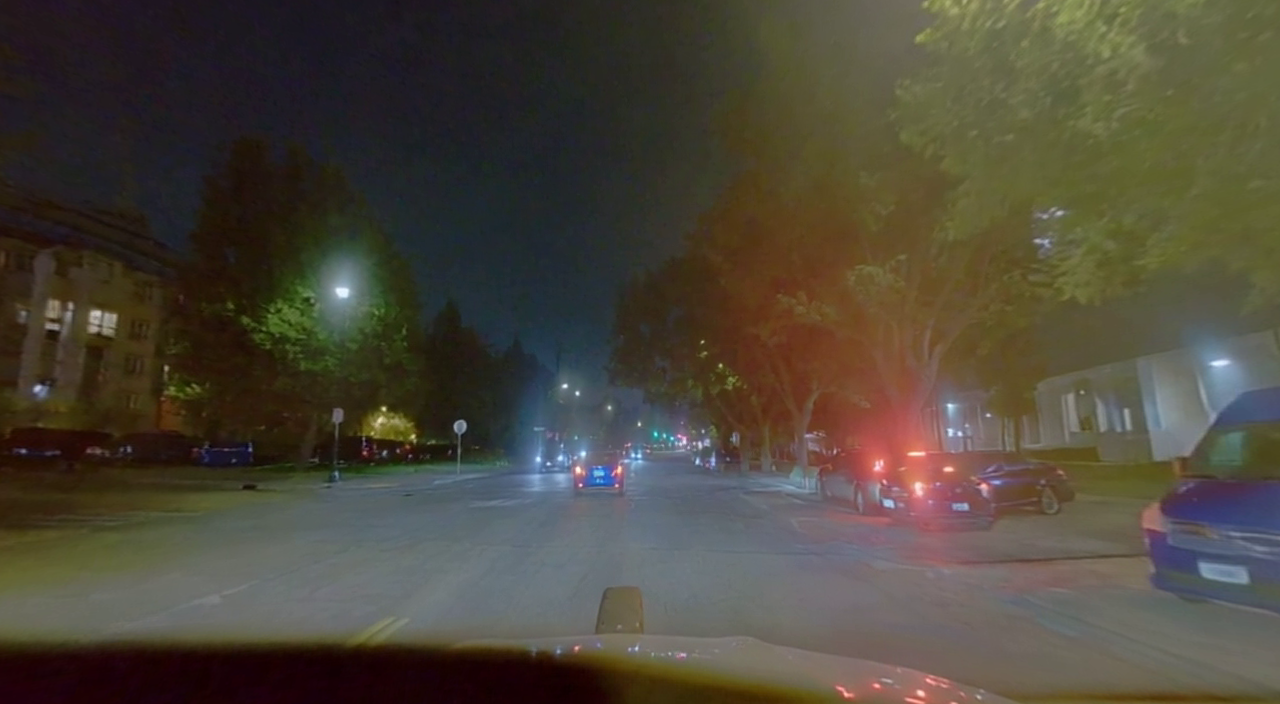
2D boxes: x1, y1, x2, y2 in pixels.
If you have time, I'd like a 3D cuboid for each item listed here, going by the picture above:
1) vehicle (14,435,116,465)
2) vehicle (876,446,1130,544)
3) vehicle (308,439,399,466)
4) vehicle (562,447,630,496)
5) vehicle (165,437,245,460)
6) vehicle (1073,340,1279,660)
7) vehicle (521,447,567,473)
[{"bbox_3d":[-31.828,5.416,35.019,3.915,1.574,1.850,0,-9,3],"label":"vehicle"},{"bbox_3d":[6.523,2.437,11.377,4.097,1.476,1.864,4,-9,-25],"label":"vehicle"},{"bbox_3d":[-18.392,6.481,40.684,4.892,1.679,1.927,1,-9,-6],"label":"vehicle"},{"bbox_3d":[-1.522,3.996,21.578,2.065,1.450,4.522,1,-8,-4],"label":"vehicle"},{"bbox_3d":[-31.930,7.089,46.444,4.410,1.611,1.880,0,-8,-1],"label":"vehicle"},{"bbox_3d":[6.709,1.190,5.596,5.385,2.146,2.143,4,-9,-25],"label":"vehicle"},{"bbox_3d":[-6.025,6.831,40.266,2.049,1.490,4.501,0,-8,2],"label":"vehicle"}]
